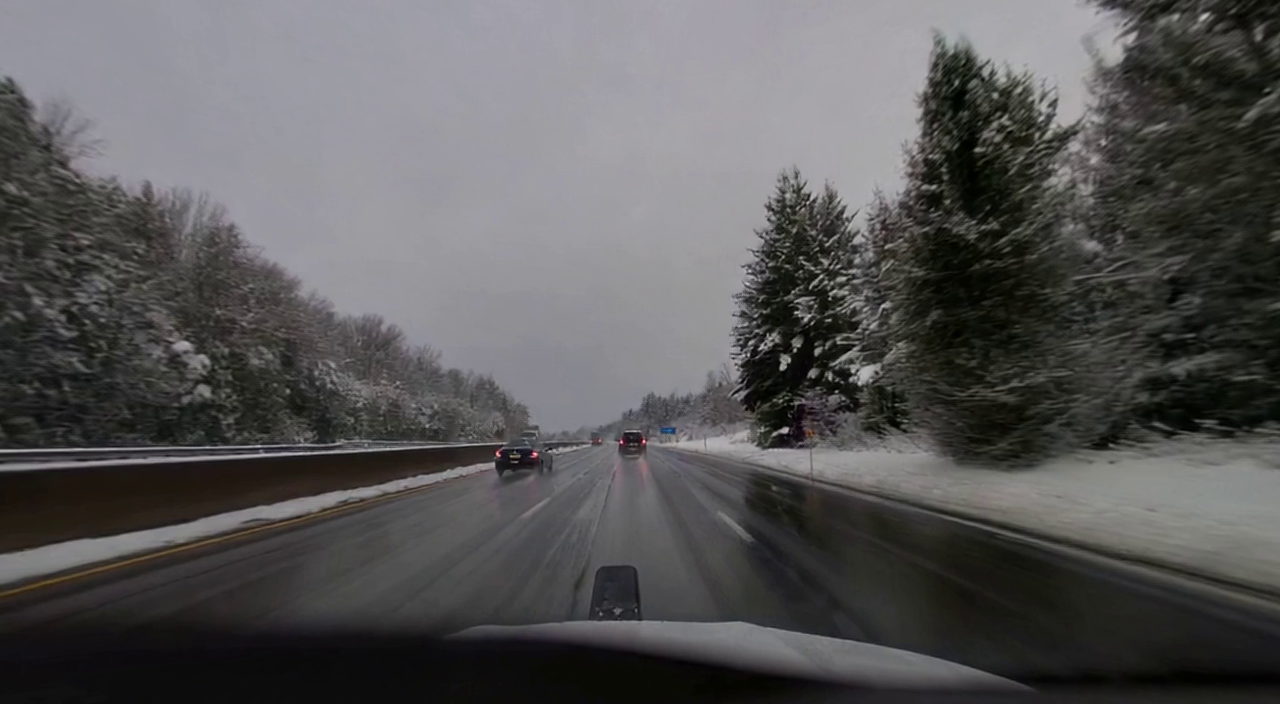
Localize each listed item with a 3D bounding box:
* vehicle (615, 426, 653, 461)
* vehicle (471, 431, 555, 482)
[{"bbox_3d":[-0.372,5.613,38.678,2.223,1.957,4.416,0,-8,-1],"label":"vehicle"},{"bbox_3d":[-4.245,3.550,21.757,2.062,1.567,4.117,0,-8,0],"label":"vehicle"}]
